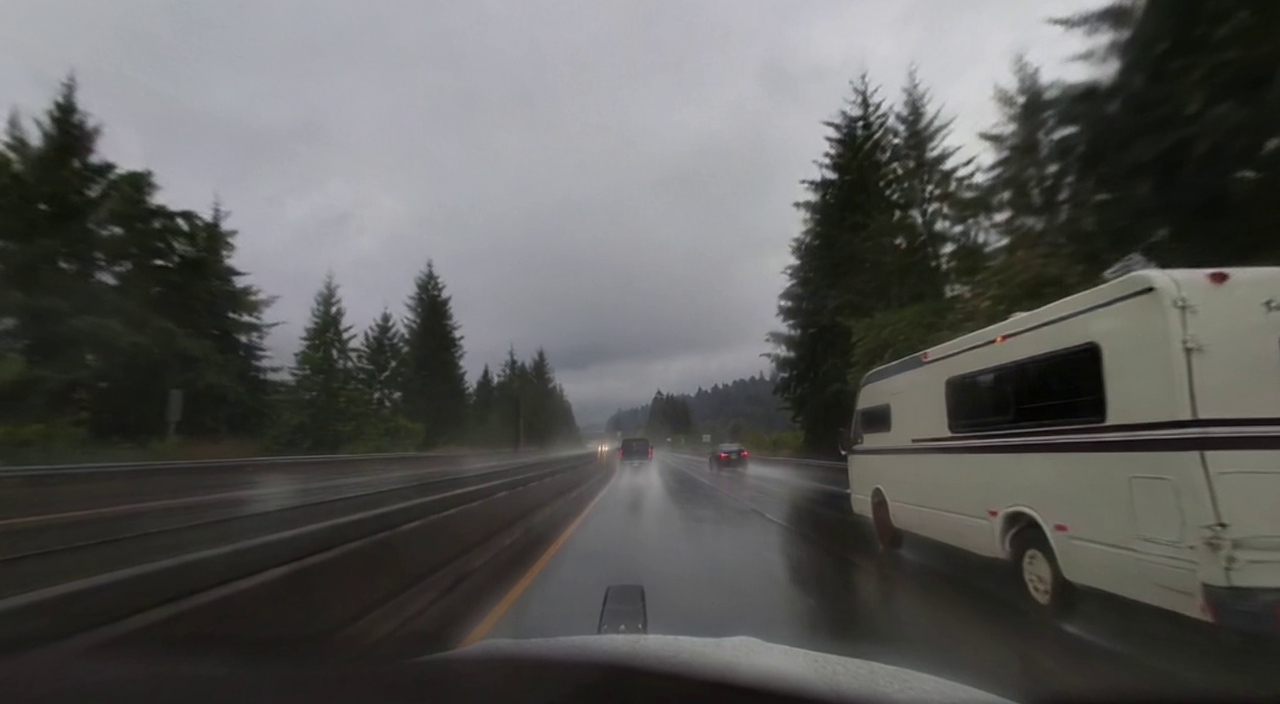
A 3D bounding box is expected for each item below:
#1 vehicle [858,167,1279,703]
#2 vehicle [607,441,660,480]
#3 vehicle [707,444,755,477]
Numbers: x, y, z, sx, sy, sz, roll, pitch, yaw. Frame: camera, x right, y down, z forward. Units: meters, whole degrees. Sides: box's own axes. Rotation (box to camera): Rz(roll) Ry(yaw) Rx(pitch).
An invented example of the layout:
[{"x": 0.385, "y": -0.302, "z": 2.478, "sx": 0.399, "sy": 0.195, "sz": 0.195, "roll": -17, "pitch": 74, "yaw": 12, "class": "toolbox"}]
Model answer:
[{"x": 4.719, "y": 0.894, "z": 6.010, "sx": 2.745, "sy": 2.832, "sz": 7.035, "roll": 1, "pitch": -9, "yaw": 0, "class": "vehicle"}, {"x": -0.259, "y": 4.688, "z": 27.399, "sx": 2.120, "sy": 1.575, "sz": 4.018, "roll": 0, "pitch": -9, "yaw": 0, "class": "vehicle"}, {"x": 4.277, "y": 5.174, "z": 30.105, "sx": 1.757, "sy": 1.459, "sz": 3.398, "roll": 0, "pitch": -9, "yaw": -1, "class": "vehicle"}]
